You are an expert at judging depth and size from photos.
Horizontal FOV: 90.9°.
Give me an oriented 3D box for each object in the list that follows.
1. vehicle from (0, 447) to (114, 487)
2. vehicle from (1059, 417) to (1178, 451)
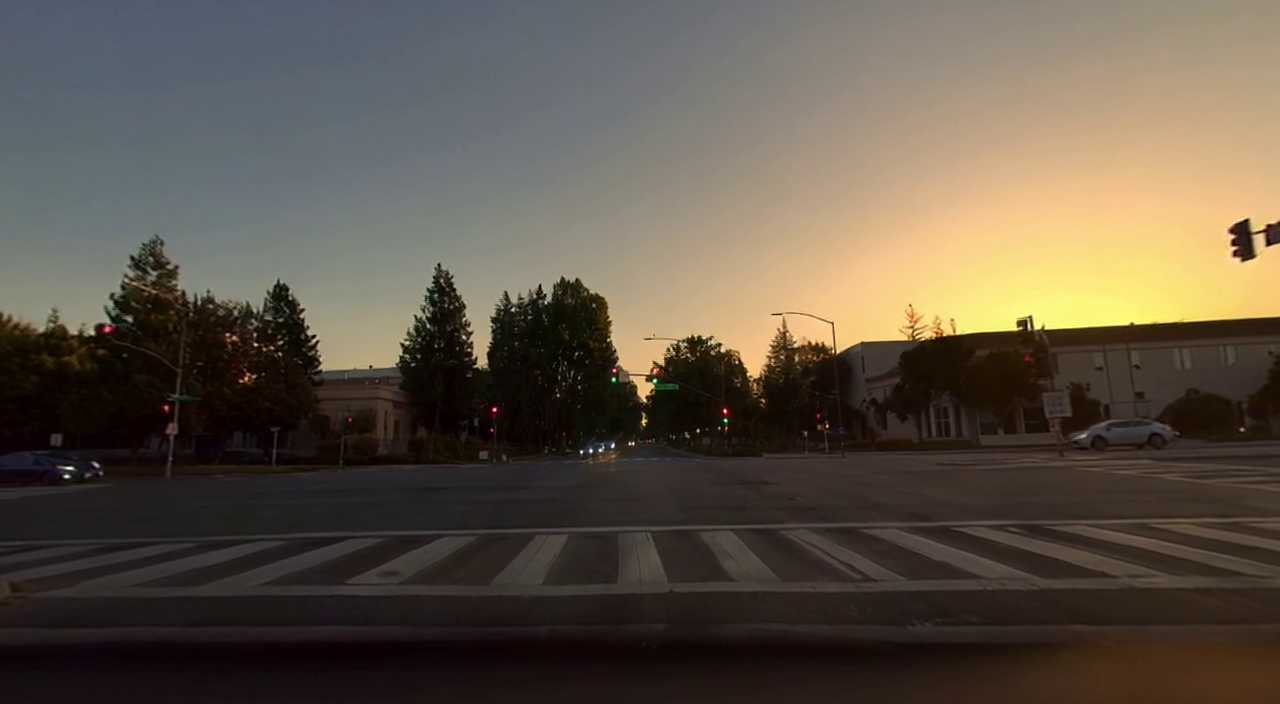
[{"bbox_3d":[-25.202,4.822,26.607,4.332,1.573,1.900,0,-8,3],"label":"vehicle"},{"bbox_3d":[24.727,4.261,32.706,4.483,1.691,1.949,0,-8,2],"label":"vehicle"}]
